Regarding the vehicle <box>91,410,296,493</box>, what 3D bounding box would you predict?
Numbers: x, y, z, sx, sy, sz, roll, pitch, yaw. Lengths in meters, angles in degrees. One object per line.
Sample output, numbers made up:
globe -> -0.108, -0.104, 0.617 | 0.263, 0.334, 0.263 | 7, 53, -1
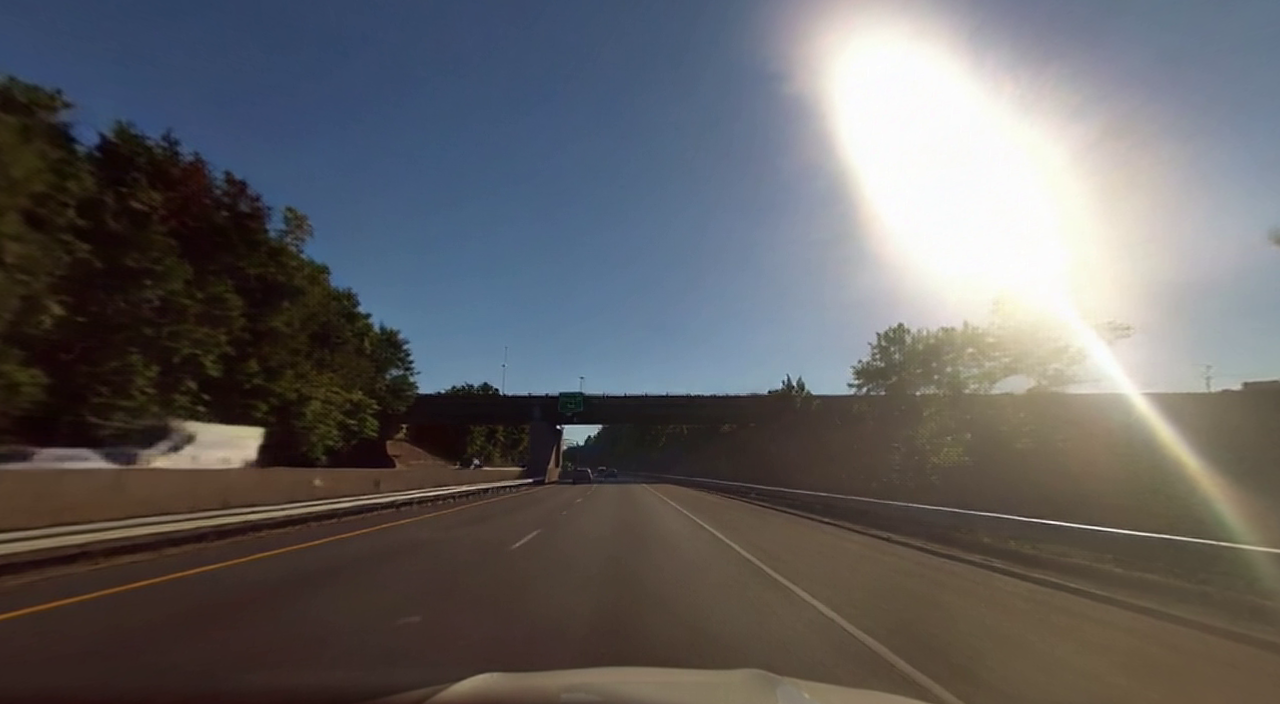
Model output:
vehicle -> -17.104, 4.050, 25.015 | 2.746, 2.733, 7.386 | 1, -11, -1
